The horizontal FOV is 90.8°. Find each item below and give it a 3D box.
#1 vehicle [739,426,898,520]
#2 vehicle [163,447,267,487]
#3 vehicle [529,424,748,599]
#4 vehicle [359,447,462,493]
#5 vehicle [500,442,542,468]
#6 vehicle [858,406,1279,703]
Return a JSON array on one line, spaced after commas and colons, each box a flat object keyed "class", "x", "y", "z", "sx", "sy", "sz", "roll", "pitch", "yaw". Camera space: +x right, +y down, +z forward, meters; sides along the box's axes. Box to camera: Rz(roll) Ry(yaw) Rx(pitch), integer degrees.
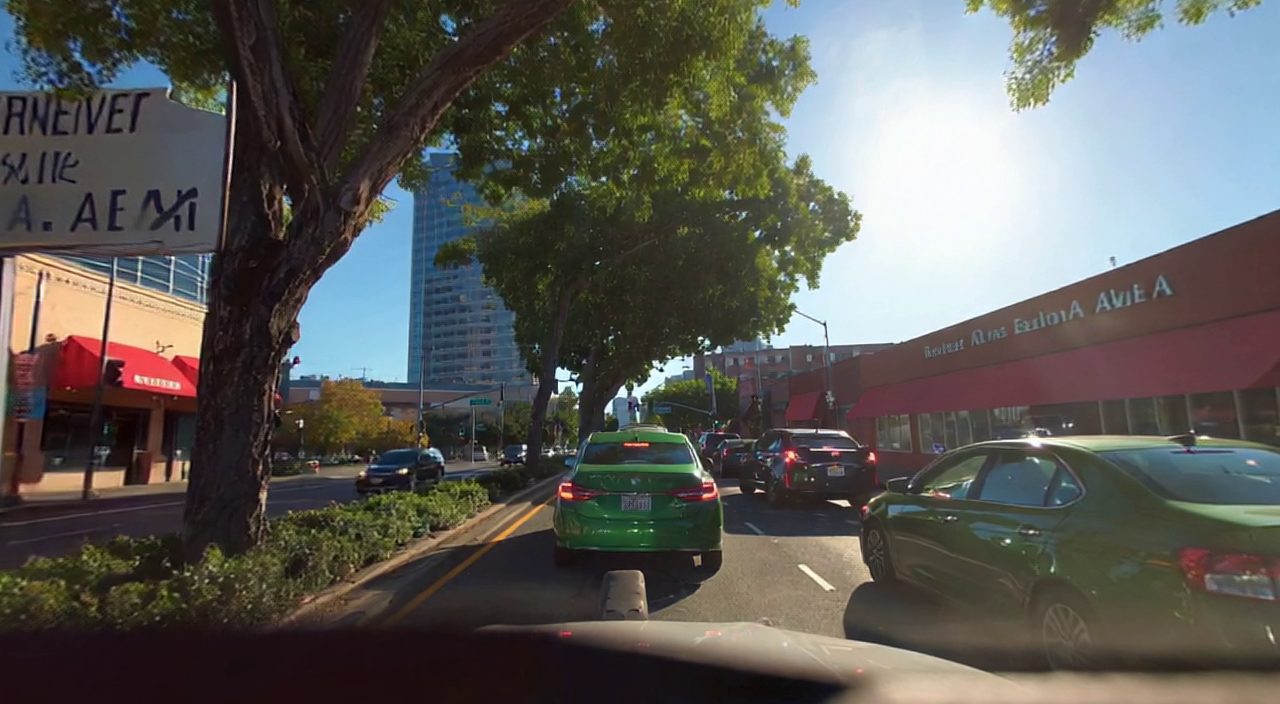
[{"class": "vehicle", "x": 3.527, "y": 2.476, "z": 13.431, "sx": 2.025, "sy": 1.660, "sz": 4.263, "roll": 0, "pitch": -9, "yaw": -1}, {"class": "vehicle", "x": -20.602, "y": 5.519, "z": 30.637, "sx": 4.329, "sy": 1.773, "sz": 2.072, "roll": -4, "pitch": -9, "yaw": 24}, {"class": "vehicle", "x": -0.032, "y": 1.651, "z": 7.302, "sx": 1.887, "sy": 1.487, "sz": 3.535, "roll": 0, "pitch": -9, "yaw": -1}, {"class": "vehicle", "x": -7.975, "y": 4.121, "z": 22.462, "sx": 1.991, "sy": 1.433, "sz": 4.261, "roll": 0, "pitch": -9, "yaw": 1}, {"class": "vehicle", "x": -8.138, "y": 7.073, "z": 43.677, "sx": 2.079, "sy": 1.695, "sz": 4.374, "roll": 0, "pitch": -9, "yaw": 0}, {"class": "vehicle", "x": 3.303, "y": 1.255, "z": 4.496, "sx": 1.988, "sy": 1.480, "sz": 4.195, "roll": 0, "pitch": -9, "yaw": 0}]
